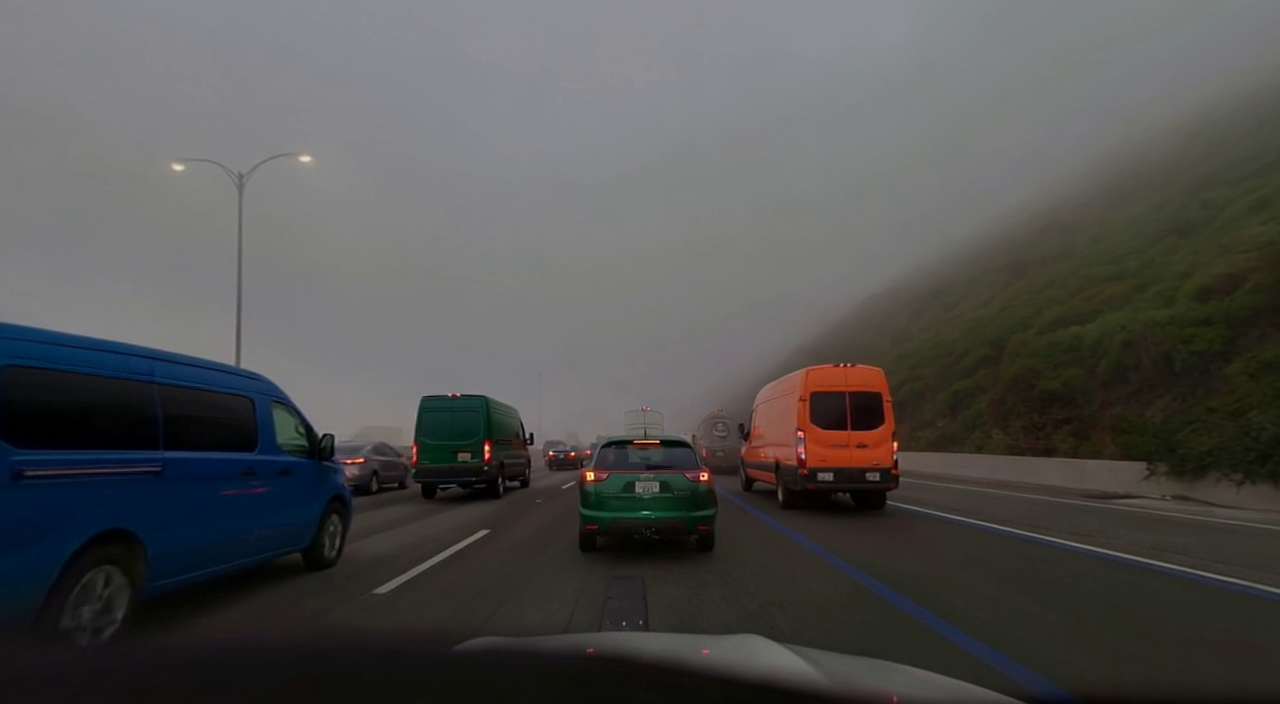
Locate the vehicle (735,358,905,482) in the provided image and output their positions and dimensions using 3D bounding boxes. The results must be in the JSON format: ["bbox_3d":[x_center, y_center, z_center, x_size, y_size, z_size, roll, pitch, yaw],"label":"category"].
[{"bbox_3d":[6.485,2.937,25.405,2.977,3.878,11.111,0,-8,-3],"label":"vehicle"}]

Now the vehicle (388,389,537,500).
[{"bbox_3d":[-4.505,2.520,17.253,2.300,2.522,5.701,-1,-8,1],"label":"vehicle"}]

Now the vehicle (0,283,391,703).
[{"bbox_3d":[-4.244,1.007,5.079,2.195,2.086,5.445,0,-8,0],"label":"vehicle"}]

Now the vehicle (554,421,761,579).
[{"bbox_3d":[0.116,1.719,8.124,2.003,1.499,3.930,0,-8,-2],"label":"vehicle"}]
